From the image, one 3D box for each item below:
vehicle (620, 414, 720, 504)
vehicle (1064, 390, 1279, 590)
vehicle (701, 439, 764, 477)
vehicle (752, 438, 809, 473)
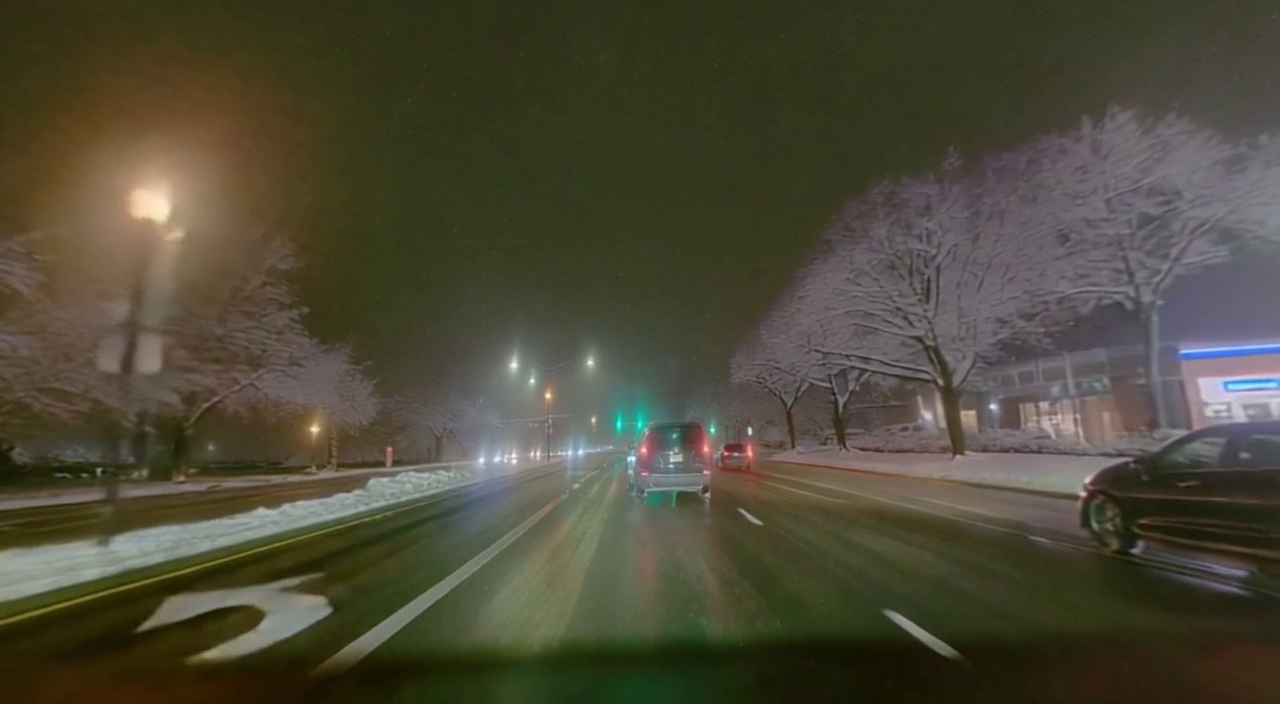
[{"bbox_3d":[0.576,2.686,16.240,2.038,1.917,4.900,0,-8,-3],"label":"vehicle"},{"bbox_3d":[6.706,1.285,6.002,2.025,1.765,4.729,0,-8,0],"label":"vehicle"},{"bbox_3d":[3.841,4.489,26.933,1.940,1.474,4.234,0,-8,-2],"label":"vehicle"},{"bbox_3d":[6.921,5.117,31.491,1.793,1.585,4.130,0,-8,-1],"label":"vehicle"}]
